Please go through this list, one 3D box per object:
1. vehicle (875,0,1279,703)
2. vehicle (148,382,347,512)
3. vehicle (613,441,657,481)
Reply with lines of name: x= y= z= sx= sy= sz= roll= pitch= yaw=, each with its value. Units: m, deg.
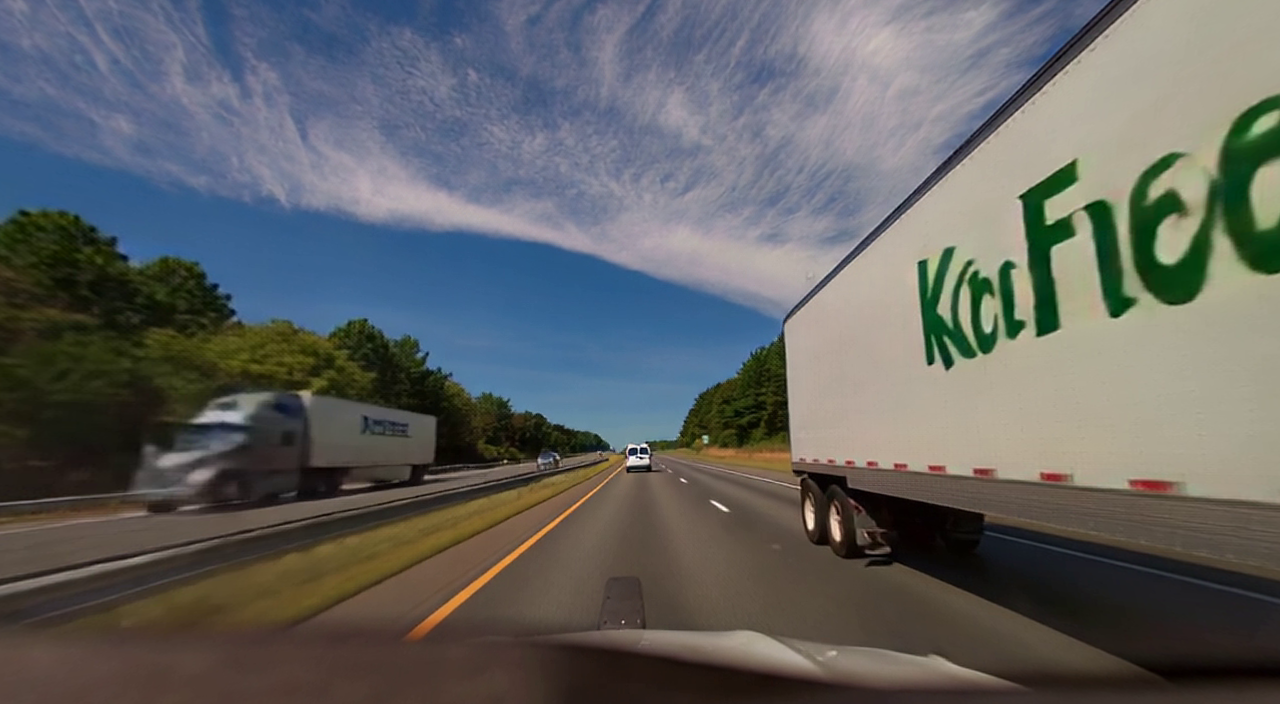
vehicle: x=4.283 y=-0.536 z=0.779 sx=3.030 sy=3.985 sz=12.707 roll=0 pitch=-9 yaw=0
vehicle: x=-13.444 y=3.360 z=22.392 sx=3.008 sy=3.963 sz=5.909 roll=0 pitch=-9 yaw=0
vehicle: x=-0.235 y=5.474 z=31.905 sx=2.105 sy=1.865 sz=4.102 roll=0 pitch=-9 yaw=0
